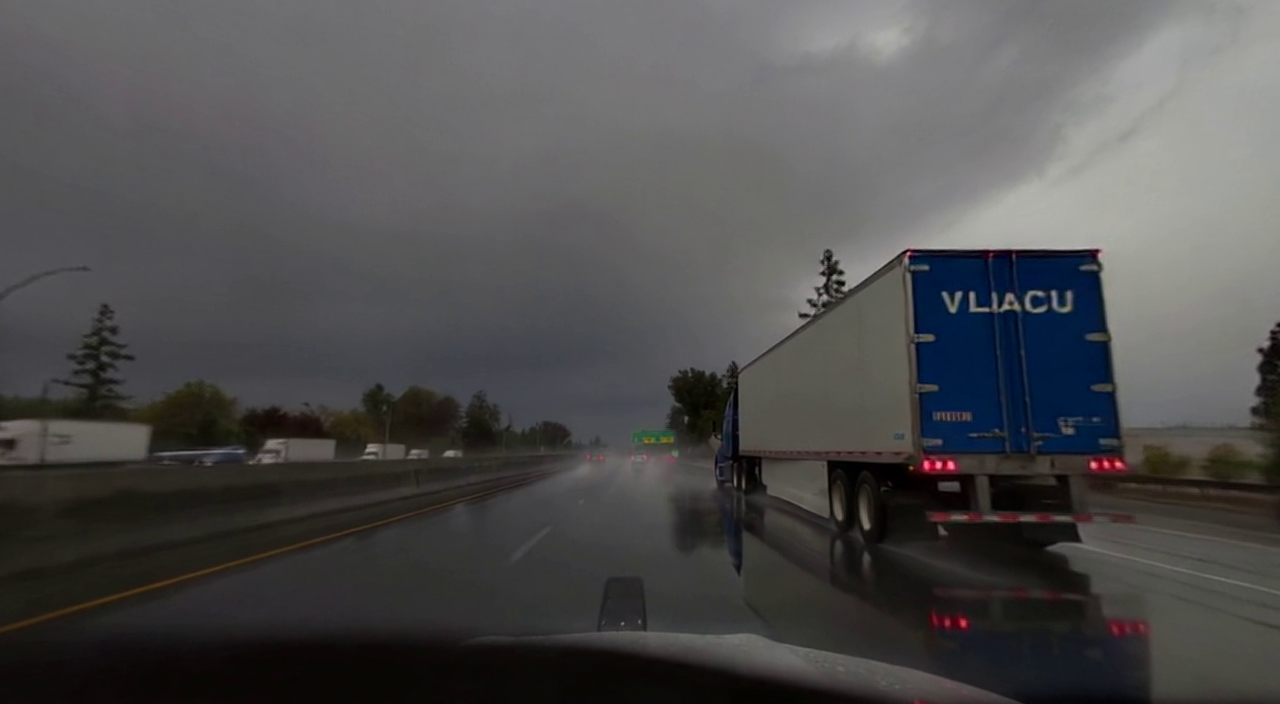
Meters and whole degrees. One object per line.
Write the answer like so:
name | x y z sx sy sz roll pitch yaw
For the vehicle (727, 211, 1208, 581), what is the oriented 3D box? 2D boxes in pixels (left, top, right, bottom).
vehicle | 4.472 1.480 13.987 2.847 4.075 14.244 0 -9 -1

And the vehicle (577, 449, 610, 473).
vehicle | -3.392 8.050 46.773 2.107 1.626 4.804 0 -9 0

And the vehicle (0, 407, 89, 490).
vehicle | -30.568 4.629 30.214 2.960 3.677 5.863 1 -9 -4
